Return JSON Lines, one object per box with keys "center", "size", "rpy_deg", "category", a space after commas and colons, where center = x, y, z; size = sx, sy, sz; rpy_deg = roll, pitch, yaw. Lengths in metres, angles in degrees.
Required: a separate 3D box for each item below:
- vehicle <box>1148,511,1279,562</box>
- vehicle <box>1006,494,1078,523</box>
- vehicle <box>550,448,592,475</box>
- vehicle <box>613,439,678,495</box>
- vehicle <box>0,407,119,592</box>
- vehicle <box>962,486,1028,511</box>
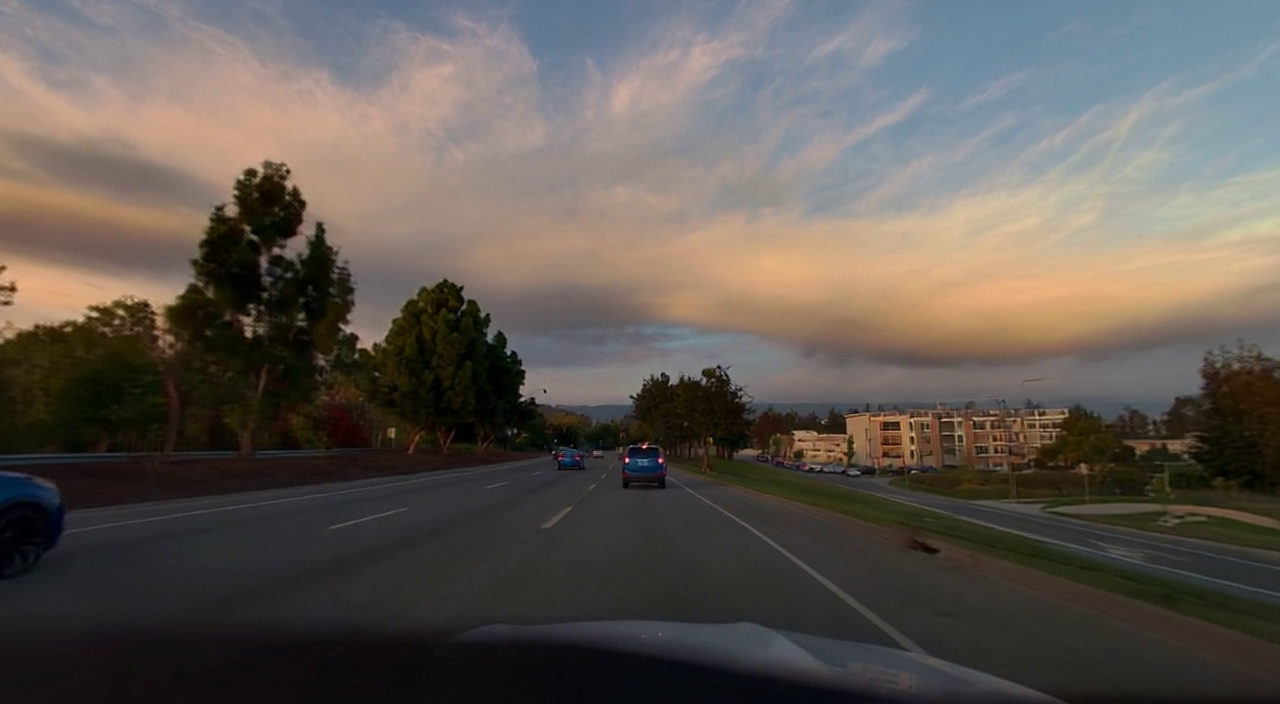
{"center": [29.863, 9.535, 32.976], "size": [2.067, 1.926, 5.010], "rpy_deg": [1, -9, -7], "category": "vehicle"}
{"center": [28.525, 11.104, 44.996], "size": [1.845, 1.533, 4.455], "rpy_deg": [1, -9, -5], "category": "vehicle"}
{"center": [-4.231, 6.774, 39.307], "size": [2.123, 1.592, 4.505], "rpy_deg": [0, -9, 0], "category": "vehicle"}
{"center": [0.188, 4.111, 22.971], "size": [2.125, 1.830, 4.370], "rpy_deg": [0, -9, 1], "category": "vehicle"}
{"center": [-6.794, 1.128, 4.350], "size": [1.997, 1.650, 5.090], "rpy_deg": [0, -9, 1], "category": "vehicle"}
{"center": [27.886, 11.540, 49.817], "size": [1.874, 1.577, 4.877], "rpy_deg": [2, -9, -8], "category": "vehicle"}
